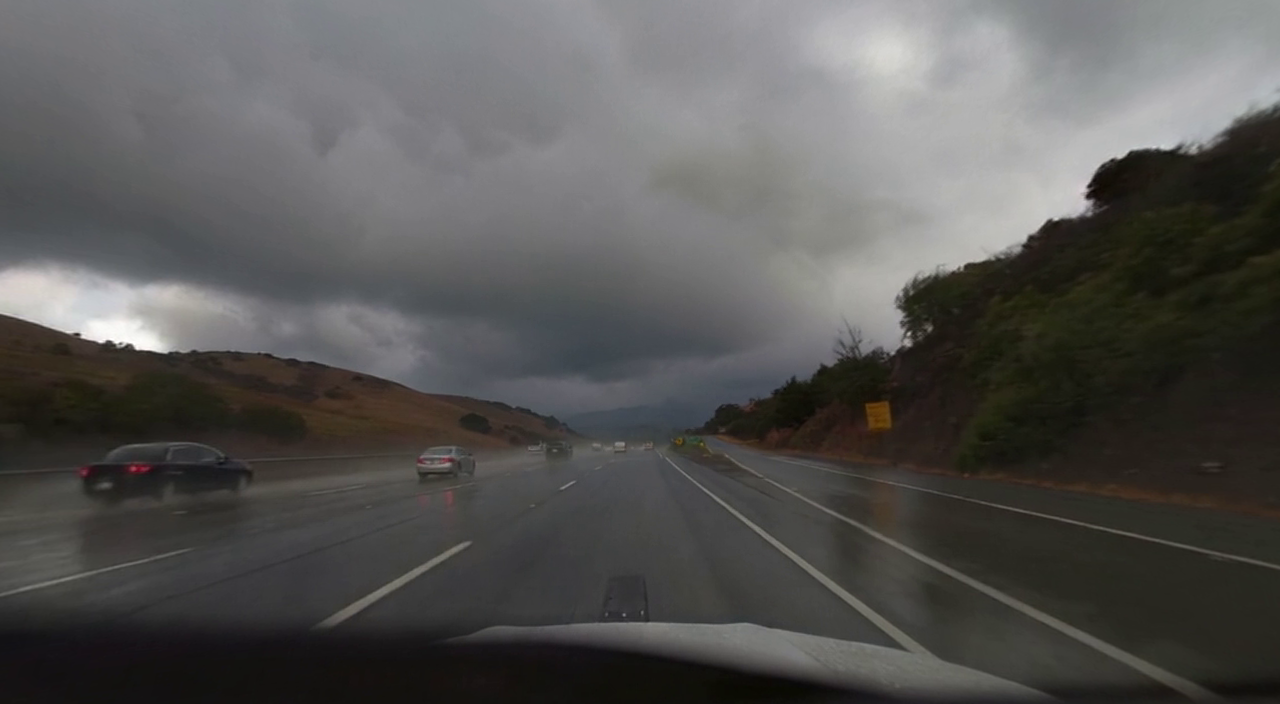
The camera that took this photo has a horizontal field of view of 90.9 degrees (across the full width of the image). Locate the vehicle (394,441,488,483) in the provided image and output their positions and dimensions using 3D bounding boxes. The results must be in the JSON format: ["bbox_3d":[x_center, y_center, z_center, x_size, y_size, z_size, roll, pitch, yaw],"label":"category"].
[{"bbox_3d":[-7.544,4.209,24.432,2.107,1.484,4.449,0,-9,1],"label":"vehicle"}]

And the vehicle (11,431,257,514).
[{"bbox_3d":[-11.650,2.786,15.100,2.020,1.645,4.629,0,-9,0],"label":"vehicle"}]
